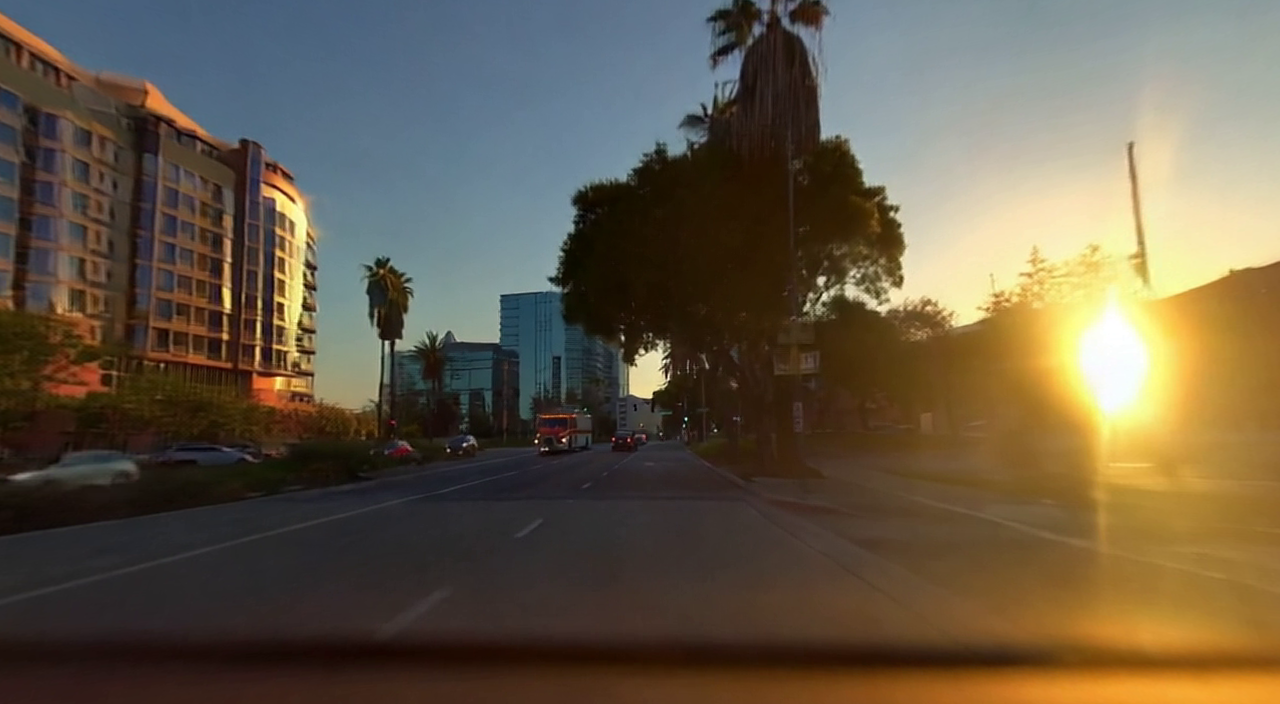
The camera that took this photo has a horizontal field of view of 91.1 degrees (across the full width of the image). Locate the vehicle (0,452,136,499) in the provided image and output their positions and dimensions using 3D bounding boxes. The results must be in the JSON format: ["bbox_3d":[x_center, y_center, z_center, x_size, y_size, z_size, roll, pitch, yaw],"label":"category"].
[{"bbox_3d":[-22.181,4.627,23.965,1.945,1.504,4.566,0,-8,2],"label":"vehicle"}]

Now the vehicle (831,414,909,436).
[{"bbox_3d":[15.863,5.056,43.504,4.663,1.457,2.045,-1,-6,3],"label":"vehicle"}]
